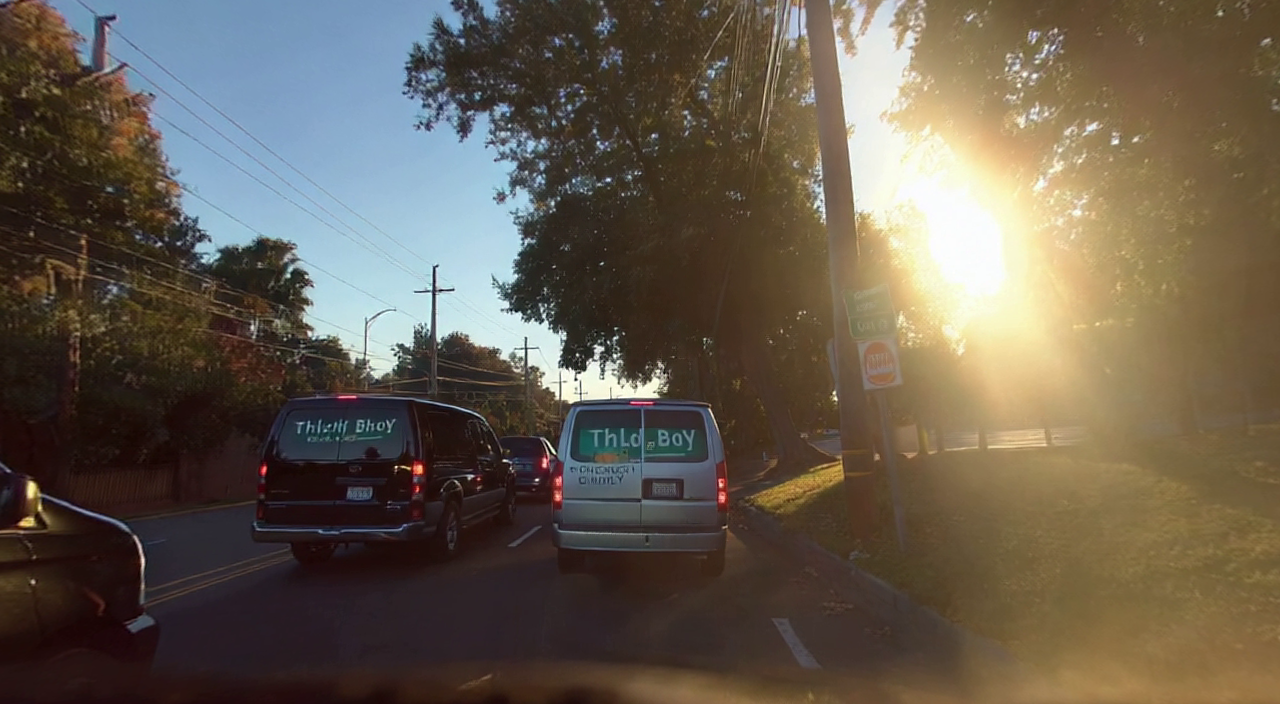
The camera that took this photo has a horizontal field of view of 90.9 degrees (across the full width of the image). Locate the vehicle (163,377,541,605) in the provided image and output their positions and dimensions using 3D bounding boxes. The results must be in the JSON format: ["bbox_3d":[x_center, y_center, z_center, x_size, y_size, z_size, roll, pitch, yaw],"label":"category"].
[{"bbox_3d":[-2.754,1.483,7.616,2.109,1.851,4.749,-1,-8,3],"label":"vehicle"}]

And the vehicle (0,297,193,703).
[{"bbox_3d":[-3.133,0.479,0.238,2.160,1.796,4.997,0,-8,1],"label":"vehicle"}]

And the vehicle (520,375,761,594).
[{"bbox_3d":[0.109,1.463,7.690,2.117,1.911,4.095,-1,-8,3],"label":"vehicle"}]
